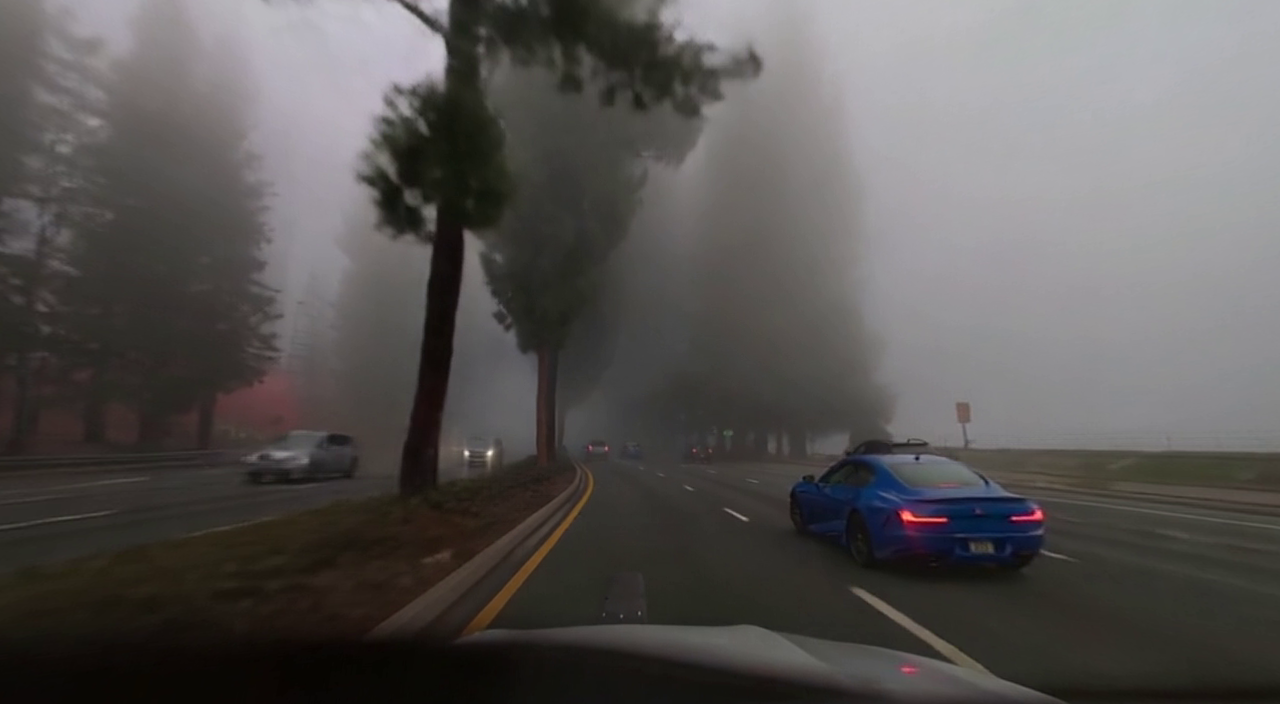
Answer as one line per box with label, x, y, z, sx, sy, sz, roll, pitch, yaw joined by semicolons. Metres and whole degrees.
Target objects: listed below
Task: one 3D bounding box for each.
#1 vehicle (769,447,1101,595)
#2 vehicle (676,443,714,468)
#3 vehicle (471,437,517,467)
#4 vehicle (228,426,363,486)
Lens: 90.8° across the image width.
vehicle;3.207;1.917;8.115;1.990;1.347;4.388;1;-9;-2
vehicle;3.903;7.367;45.265;1.931;1.685;4.054;1;-9;-7
vehicle;-8.845;6.100;38.642;2.065;1.712;4.349;1;-9;-5
vehicle;-11.035;3.378;20.715;2.048;1.738;4.520;1;-9;-3
